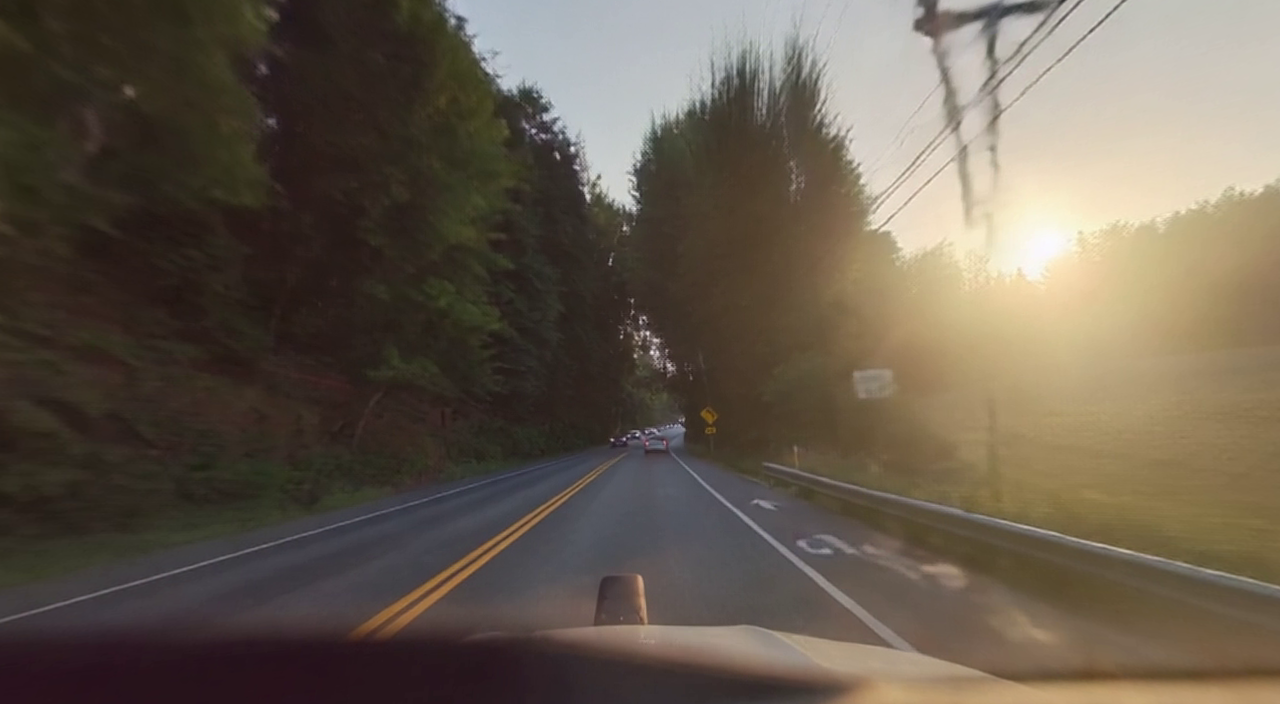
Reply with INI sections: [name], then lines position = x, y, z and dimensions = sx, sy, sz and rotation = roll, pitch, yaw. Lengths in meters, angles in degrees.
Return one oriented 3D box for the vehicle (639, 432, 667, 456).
[vehicle]
position = 1.057, 7.142, 49.012
dimensions = 2.083, 1.767, 4.448
rotation = 0, -8, 2
